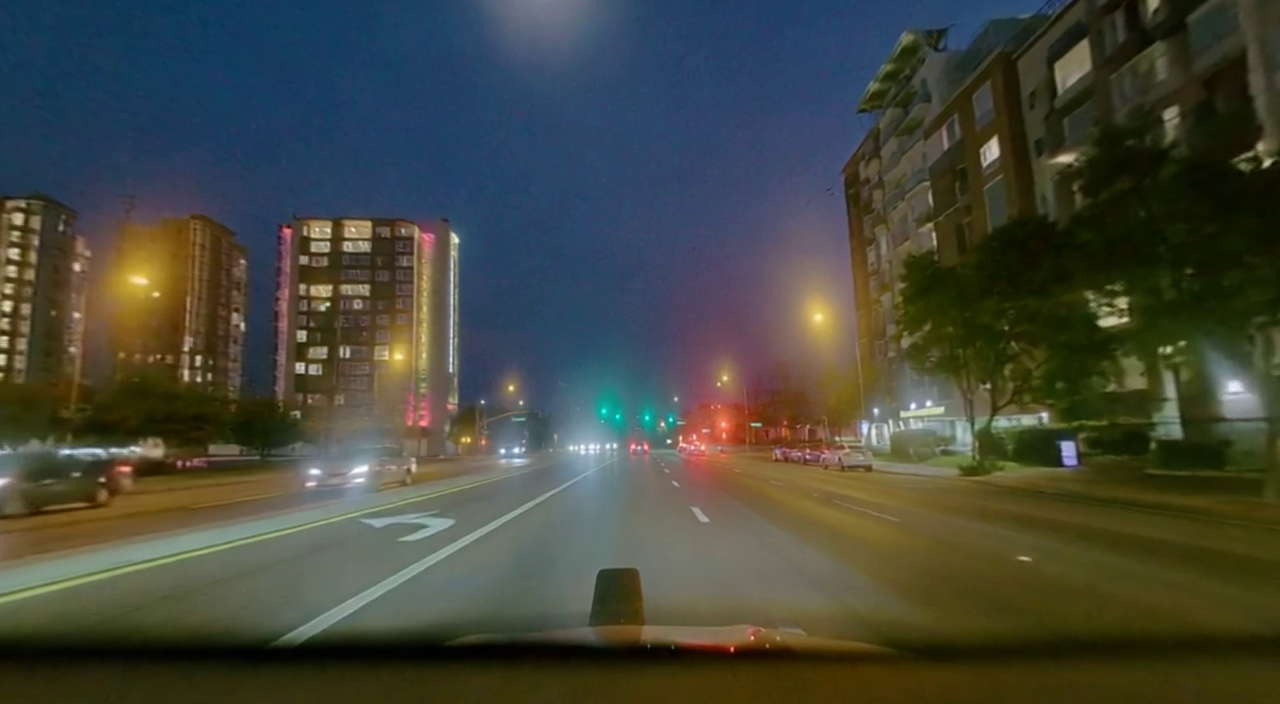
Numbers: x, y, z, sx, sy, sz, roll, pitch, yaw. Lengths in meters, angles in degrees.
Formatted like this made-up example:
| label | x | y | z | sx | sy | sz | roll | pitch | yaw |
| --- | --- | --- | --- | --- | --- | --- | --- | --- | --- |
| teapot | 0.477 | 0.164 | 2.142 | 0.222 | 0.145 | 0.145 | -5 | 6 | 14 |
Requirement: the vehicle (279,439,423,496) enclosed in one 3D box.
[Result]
| label | x | y | z | sx | sy | sz | roll | pitch | yaw |
| --- | --- | --- | --- | --- | --- | --- | --- | --- | --- |
| vehicle | -8.482 | 3.437 | 19.114 | 2.025 | 1.479 | 4.739 | 0 | -9 | 1 |

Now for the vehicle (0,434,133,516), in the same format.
| label | x | y | z | sx | sy | sz | roll | pitch | yaw |
| --- | --- | --- | --- | --- | --- | --- | --- | --- | --- |
| vehicle | -15.328 | 2.927 | 15.211 | 2.053 | 1.806 | 4.919 | 0 | -9 | 0 |

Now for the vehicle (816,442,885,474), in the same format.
| label | x | y | z | sx | sy | sz | roll | pitch | yaw |
| --- | --- | --- | --- | --- | --- | --- | --- | --- | --- |
| vehicle | 10.378 | 5.274 | 31.542 | 1.861 | 1.446 | 4.413 | 0 | -9 | -1 |

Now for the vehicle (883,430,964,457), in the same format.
| label | x | y | z | sx | sy | sz | roll | pitch | yaw |
| --- | --- | --- | --- | --- | --- | --- | --- | --- | --- |
| vehicle | 21.136 | 6.864 | 47.318 | 5.047 | 1.904 | 2.012 | 0 | -9 | 2 |

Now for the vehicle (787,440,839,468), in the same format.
| label | x | y | z | sx | sy | sz | roll | pitch | yaw |
| --- | --- | --- | --- | --- | --- | --- | --- | --- | --- |
| vehicle | 10.614 | 6.292 | 39.045 | 1.905 | 1.597 | 4.040 | 0 | -9 | -2 |
